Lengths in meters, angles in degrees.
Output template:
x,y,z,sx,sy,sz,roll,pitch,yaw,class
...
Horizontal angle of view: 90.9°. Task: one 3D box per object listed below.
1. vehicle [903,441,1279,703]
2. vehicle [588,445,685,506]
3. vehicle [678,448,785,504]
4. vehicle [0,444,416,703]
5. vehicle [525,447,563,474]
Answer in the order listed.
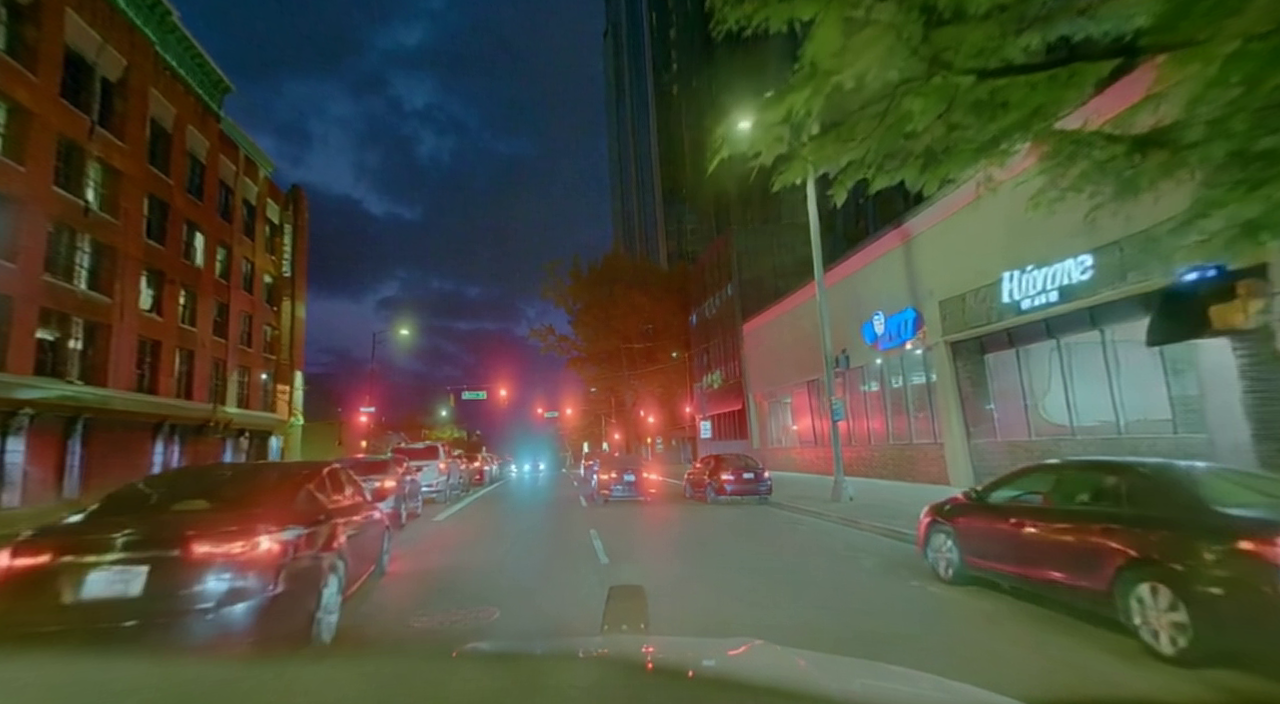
x,y,z,sx,sy,sz,roll,pitch,yaw,class
4.208,1.561,5.360,1.986,1.555,3.879,1,-9,-5,vehicle
-0.263,3.337,17.592,2.150,1.464,4.467,1,-9,-8,vehicle
2.609,3.677,19.241,1.956,1.446,4.537,1,-9,-9,vehicle
-3.330,1.516,5.389,2.169,1.427,4.531,2,-9,-14,vehicle
-5.707,6.437,37.627,2.102,1.521,4.078,1,-9,-8,vehicle
